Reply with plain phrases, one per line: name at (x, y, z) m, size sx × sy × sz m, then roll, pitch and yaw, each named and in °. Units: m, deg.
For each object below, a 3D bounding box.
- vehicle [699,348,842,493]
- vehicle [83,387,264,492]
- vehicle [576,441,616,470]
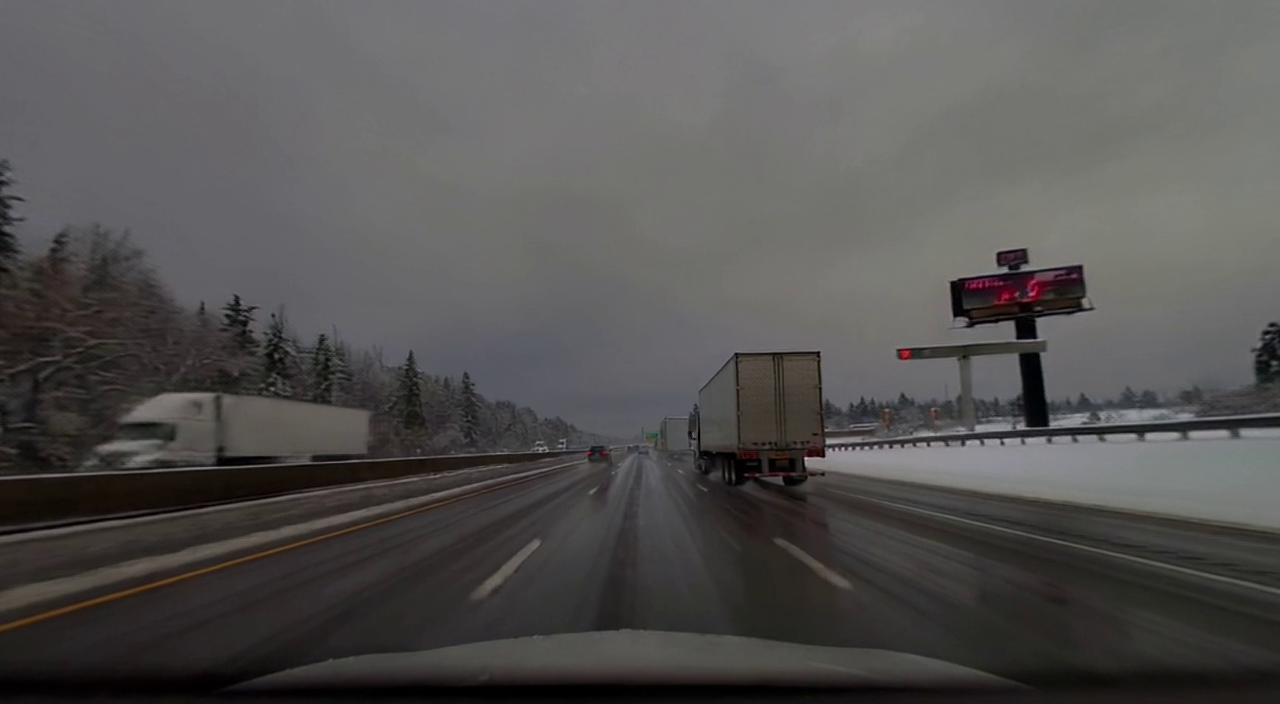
vehicle at (4.486, 3.045, 25.651) m, size 2.826 × 4.269 × 14.176 m, roll 0°, pitch -9°, yaw 0°
vehicle at (-19.465, 3.748, 26.885) m, size 2.929 × 3.945 × 5.887 m, roll 0°, pitch -9°, yaw 1°
vehicle at (-2.863, 6.867, 42.151) m, size 2.291 × 1.788 × 4.825 m, roll 0°, pitch -9°, yaw 1°
